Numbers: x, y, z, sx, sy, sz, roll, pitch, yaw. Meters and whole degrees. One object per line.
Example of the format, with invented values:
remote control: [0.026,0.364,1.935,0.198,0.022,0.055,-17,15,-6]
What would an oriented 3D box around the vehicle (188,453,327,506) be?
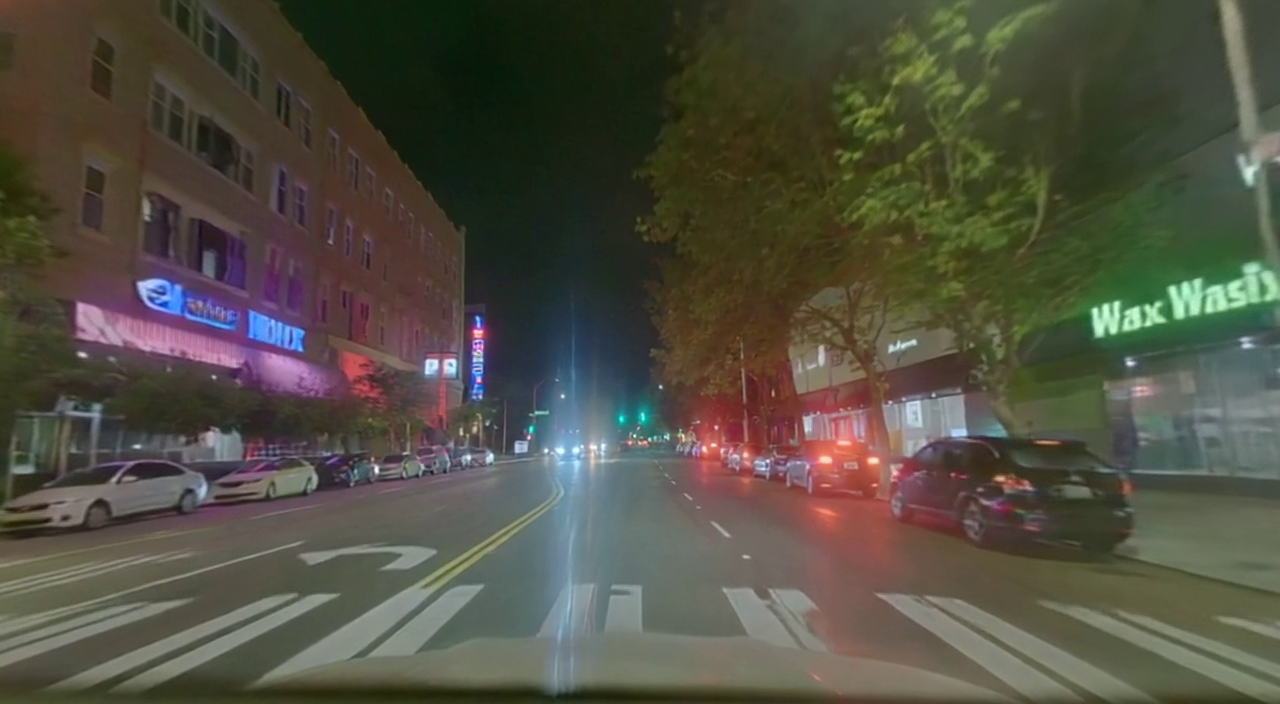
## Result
vehicle: [-12.631,4.203,21.263,1.927,1.489,4.572,0,-8,-2]

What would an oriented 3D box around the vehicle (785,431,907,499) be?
vehicle: [5.975,3.308,18.996,1.991,1.771,4.604,0,-8,-1]

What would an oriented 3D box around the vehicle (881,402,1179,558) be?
vehicle: [5.885,1.978,10.394,2.010,1.943,4.319,-2,-9,-1]

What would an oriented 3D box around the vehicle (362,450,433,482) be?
vehicle: [-12.534,5.889,32.947,1.868,1.418,4.415,-2,-8,1]

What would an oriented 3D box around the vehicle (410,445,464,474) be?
vehicle: [-12.034,6.363,37.713,1.834,1.643,4.110,0,-8,1]

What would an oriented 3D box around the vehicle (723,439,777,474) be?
vehicle: [5.499,5.268,32.098,1.899,1.642,4.463,0,-8,0]

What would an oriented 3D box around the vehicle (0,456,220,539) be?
vehicle: [-12.031,3.207,14.534,1.804,1.533,4.121,0,-8,1]

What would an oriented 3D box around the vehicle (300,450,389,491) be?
vehicle: [-12.525,5.013,27.094,1.800,1.532,4.110,0,-8,0]
